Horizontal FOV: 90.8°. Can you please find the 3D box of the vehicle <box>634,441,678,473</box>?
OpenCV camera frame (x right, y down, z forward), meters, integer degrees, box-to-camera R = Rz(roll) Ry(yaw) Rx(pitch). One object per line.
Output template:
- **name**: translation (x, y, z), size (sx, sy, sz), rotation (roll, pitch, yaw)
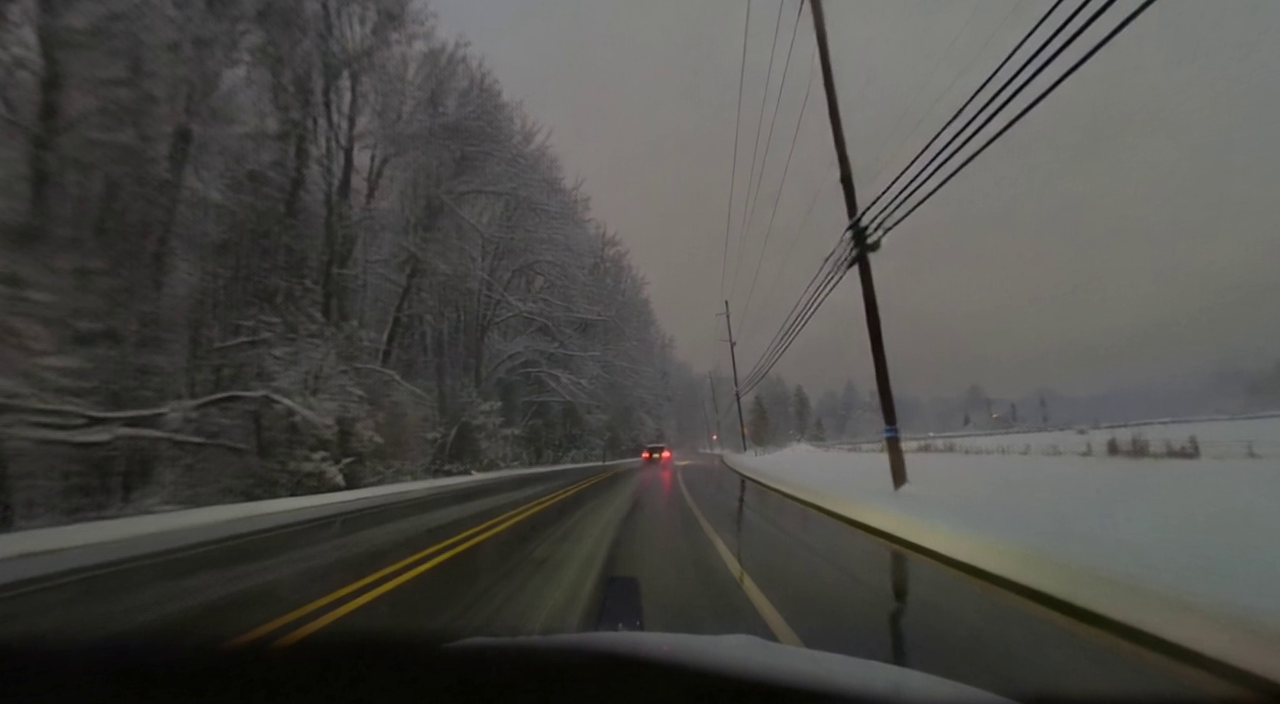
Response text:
- **vehicle**: translation (0.869, 5.252, 31.769), size (2.059, 1.524, 3.963), rotation (-1, -9, 4)
